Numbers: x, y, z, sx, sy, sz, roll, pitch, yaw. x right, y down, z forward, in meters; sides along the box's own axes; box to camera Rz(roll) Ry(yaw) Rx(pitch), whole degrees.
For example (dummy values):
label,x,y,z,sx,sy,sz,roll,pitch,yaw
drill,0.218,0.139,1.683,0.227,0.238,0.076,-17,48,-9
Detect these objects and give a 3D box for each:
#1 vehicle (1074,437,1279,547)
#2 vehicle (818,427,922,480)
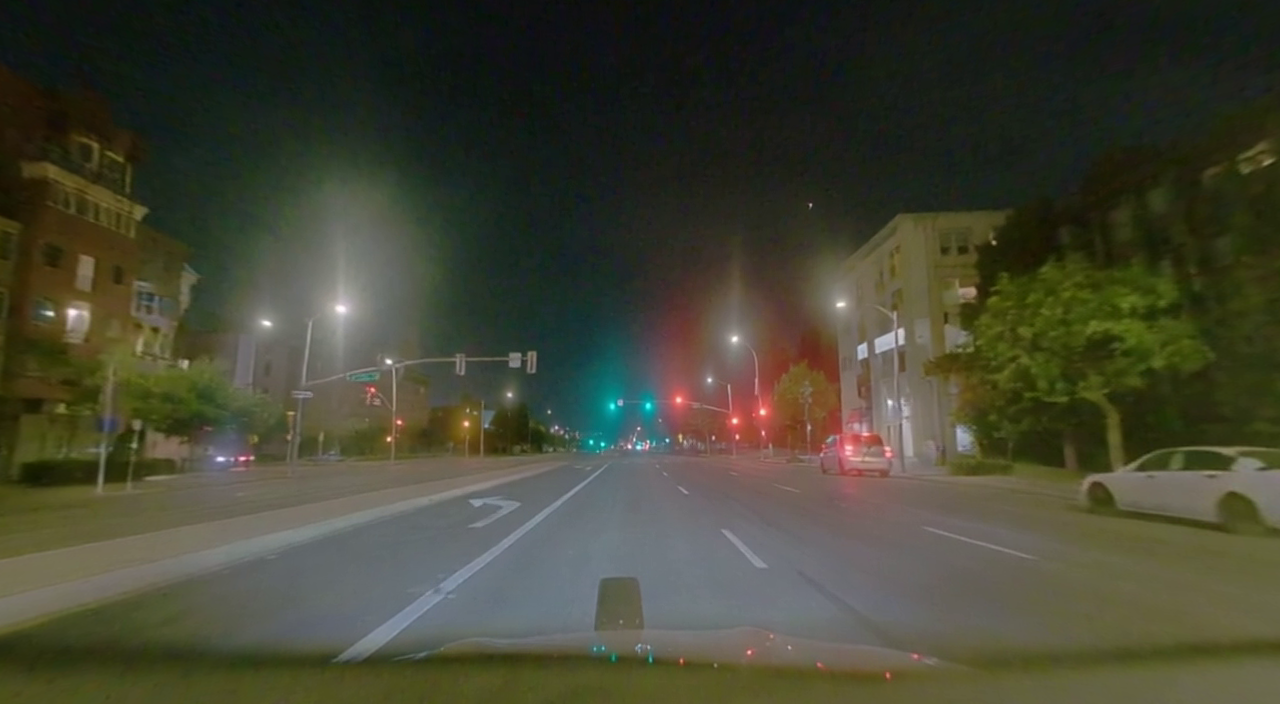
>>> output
label,x,y,z,sx,sy,sz,roll,pitch,yaw
vehicle,9.613,2.131,10.135,1.945,1.478,4.653,0,-9,-1
vehicle,9.972,4.473,28.074,2.273,2.103,5.788,0,-9,-2
